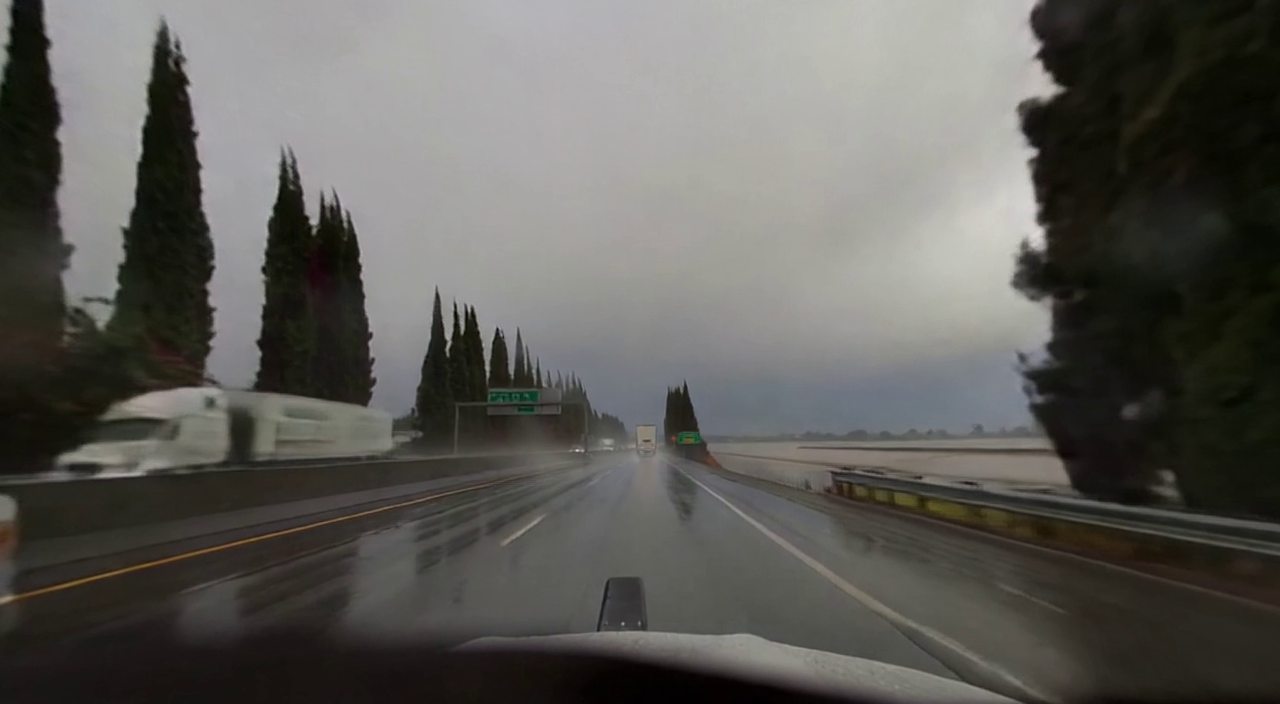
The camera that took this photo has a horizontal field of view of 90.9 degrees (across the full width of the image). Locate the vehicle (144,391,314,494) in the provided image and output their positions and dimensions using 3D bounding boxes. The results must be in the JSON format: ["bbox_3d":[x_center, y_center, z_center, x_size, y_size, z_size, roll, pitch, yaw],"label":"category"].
[{"bbox_3d":[-17.489,3.926,27.451,3.114,3.968,5.995,0,-9,0],"label":"vehicle"}]
